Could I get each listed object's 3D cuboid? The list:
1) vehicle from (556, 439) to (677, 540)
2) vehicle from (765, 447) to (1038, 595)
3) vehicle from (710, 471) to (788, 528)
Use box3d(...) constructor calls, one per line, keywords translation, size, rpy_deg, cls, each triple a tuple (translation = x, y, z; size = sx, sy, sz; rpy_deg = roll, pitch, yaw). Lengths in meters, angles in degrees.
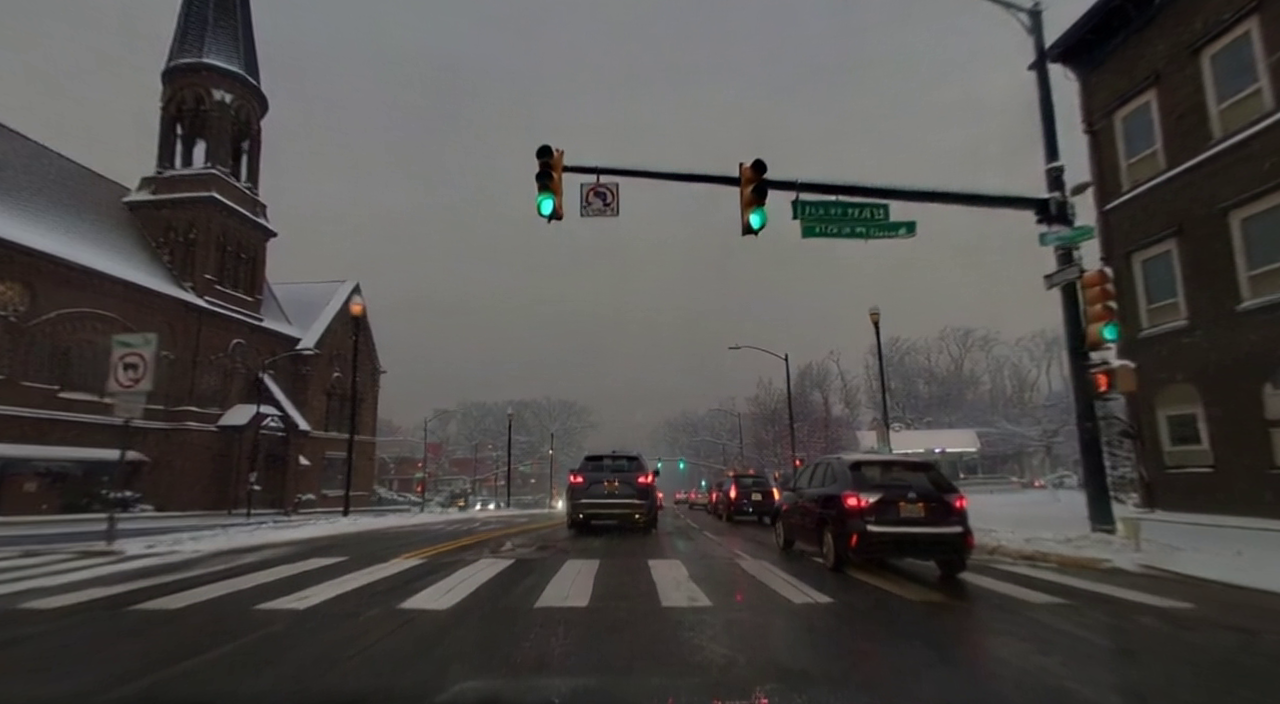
box3d(translation=(-0.436, 2.774, 13.461), size=(2.168, 1.776, 4.135), rpy_deg=(0, -8, 0), cls="vehicle")
box3d(translation=(3.152, 2.091, 8.818), size=(1.883, 1.472, 4.471), rpy_deg=(0, -8, 0), cls="vehicle")
box3d(translation=(3.461, 4.750, 20.766), size=(1.890, 1.491, 4.166), rpy_deg=(0, -8, 1), cls="vehicle")
